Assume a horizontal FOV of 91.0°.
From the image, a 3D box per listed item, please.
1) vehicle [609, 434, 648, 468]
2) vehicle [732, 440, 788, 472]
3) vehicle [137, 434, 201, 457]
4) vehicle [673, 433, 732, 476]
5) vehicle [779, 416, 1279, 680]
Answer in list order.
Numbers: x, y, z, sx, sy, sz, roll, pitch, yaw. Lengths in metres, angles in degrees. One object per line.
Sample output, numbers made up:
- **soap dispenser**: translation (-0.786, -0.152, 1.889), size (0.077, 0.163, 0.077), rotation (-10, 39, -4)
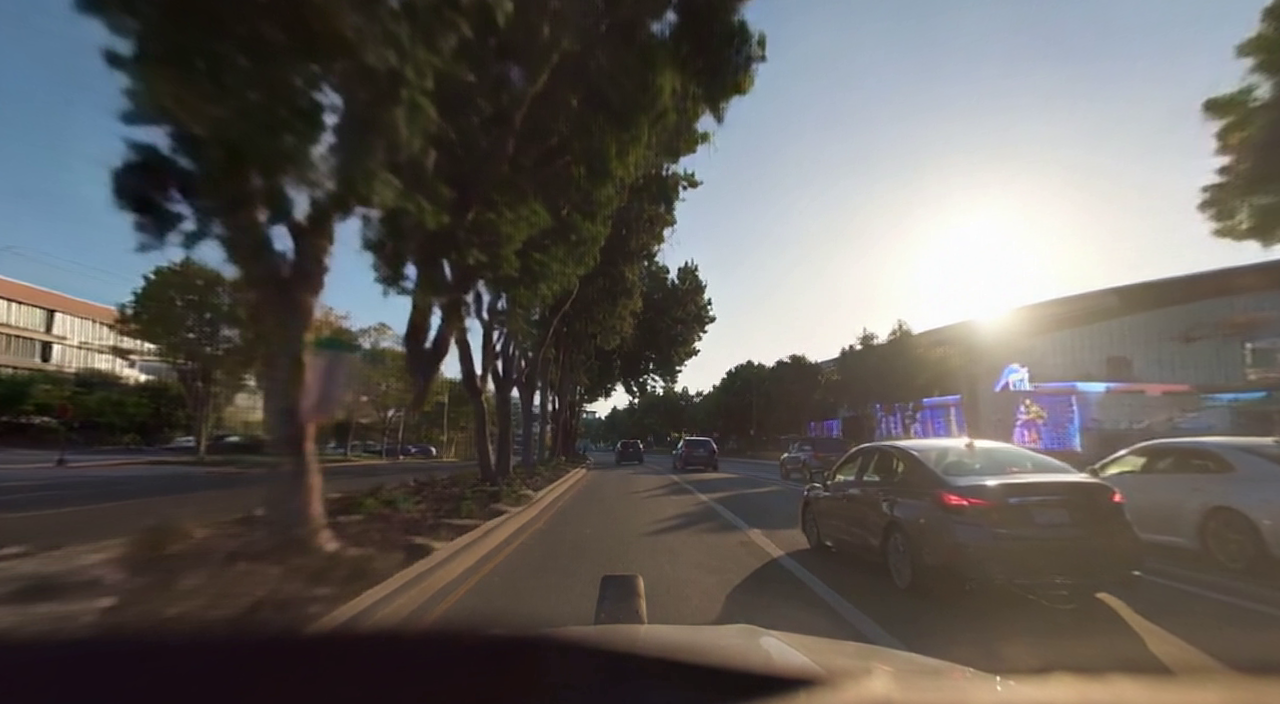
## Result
- **vehicle**: translation (-0.750, 5.738, 36.542), size (2.051, 1.798, 4.168), rotation (1, -9, -4)
- **vehicle**: translation (6.380, 5.590, 34.016), size (1.954, 1.606, 4.423), rotation (1, -8, -3)
- **vehicle**: translation (-30.980, 6.155, 41.542), size (1.744, 1.433, 3.823), rotation (1, -9, -10)
- **vehicle**: translation (2.719, 4.594, 28.359), size (2.000, 1.745, 4.206), rotation (1, -9, -3)
- **vehicle**: translation (2.754, 1.413, 5.708), size (1.883, 1.452, 4.258), rotation (0, -9, -2)
